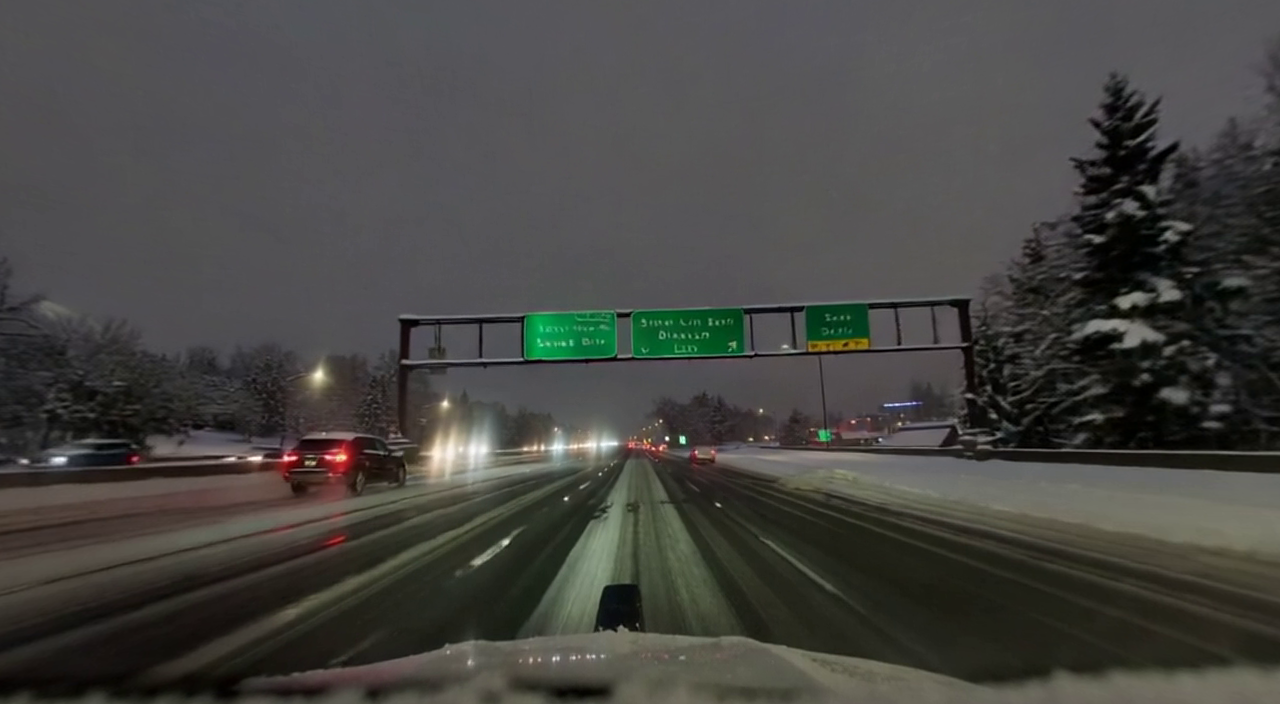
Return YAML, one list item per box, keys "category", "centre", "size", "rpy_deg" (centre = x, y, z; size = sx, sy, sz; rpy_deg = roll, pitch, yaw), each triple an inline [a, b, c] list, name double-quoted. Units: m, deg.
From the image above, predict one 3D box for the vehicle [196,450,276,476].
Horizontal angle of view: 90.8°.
- category: "vehicle"
  centre: [-24.636, 6.764, 38.722]
  size: [1.845, 1.463, 4.705]
  rpy_deg: [0, -8, -1]

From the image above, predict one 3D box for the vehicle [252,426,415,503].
- category: "vehicle"
  centre: [-7.739, 2.885, 16.527]
  size: [2.089, 1.724, 4.327]
  rpy_deg: [0, -8, 0]

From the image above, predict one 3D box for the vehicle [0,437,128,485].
- category: "vehicle"
  centre: [-32.147, 5.943, 34.904]
  size: [2.418, 2.381, 6.373]
  rpy_deg: [0, -8, -1]
